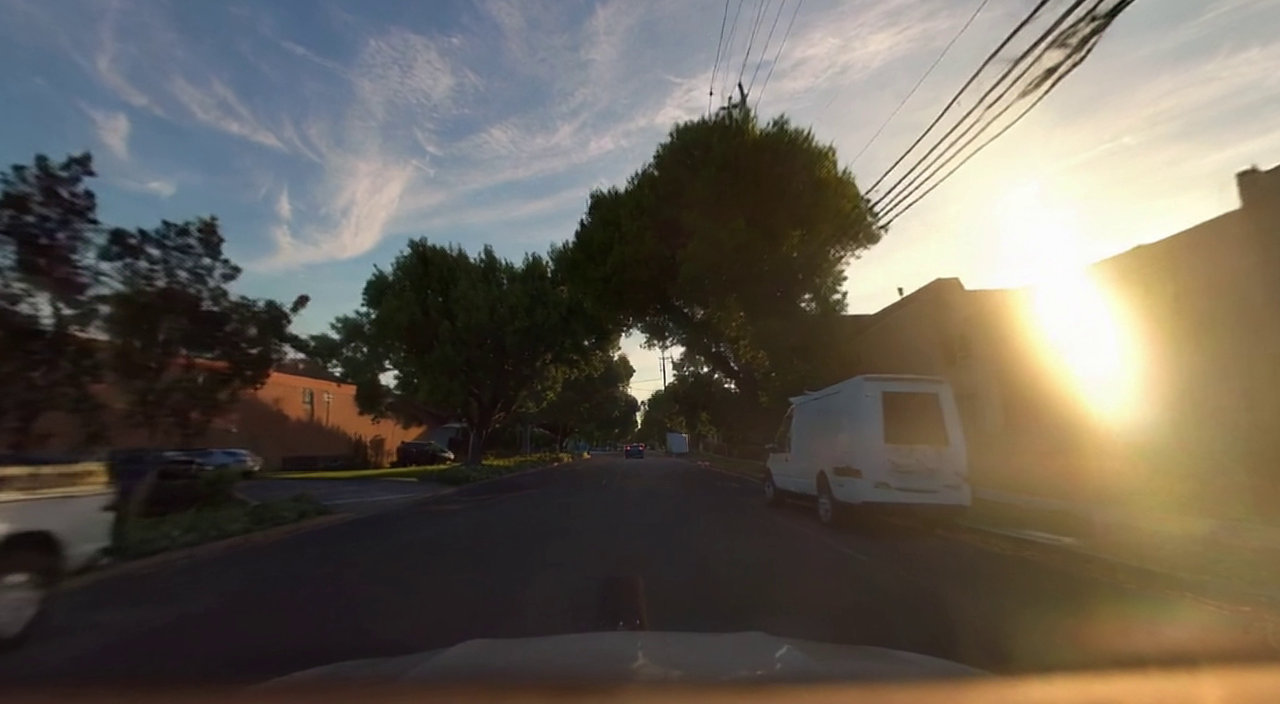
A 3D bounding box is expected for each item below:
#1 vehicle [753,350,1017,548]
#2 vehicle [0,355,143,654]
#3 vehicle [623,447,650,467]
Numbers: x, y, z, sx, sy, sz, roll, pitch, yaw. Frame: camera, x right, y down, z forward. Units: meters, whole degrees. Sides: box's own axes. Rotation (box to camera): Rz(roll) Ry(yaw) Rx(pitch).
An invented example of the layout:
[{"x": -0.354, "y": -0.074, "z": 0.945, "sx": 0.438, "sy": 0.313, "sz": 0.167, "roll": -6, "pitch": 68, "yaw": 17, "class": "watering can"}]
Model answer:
[{"x": 4.005, "y": 1.814, "z": 11.973, "sx": 2.384, "sy": 2.791, "sz": 5.899, "roll": 0, "pitch": -9, "yaw": -2, "class": "vehicle"}, {"x": -5.772, "y": 0.928, "z": 2.789, "sx": 2.284, "sy": 2.119, "sz": 5.984, "roll": -3, "pitch": -7, "yaw": 1, "class": "vehicle"}, {"x": -0.283, "y": 8.209, "z": 49.619, "sx": 2.062, "sy": 1.509, "sz": 4.305, "roll": 0, "pitch": -9, "yaw": -1, "class": "vehicle"}]
